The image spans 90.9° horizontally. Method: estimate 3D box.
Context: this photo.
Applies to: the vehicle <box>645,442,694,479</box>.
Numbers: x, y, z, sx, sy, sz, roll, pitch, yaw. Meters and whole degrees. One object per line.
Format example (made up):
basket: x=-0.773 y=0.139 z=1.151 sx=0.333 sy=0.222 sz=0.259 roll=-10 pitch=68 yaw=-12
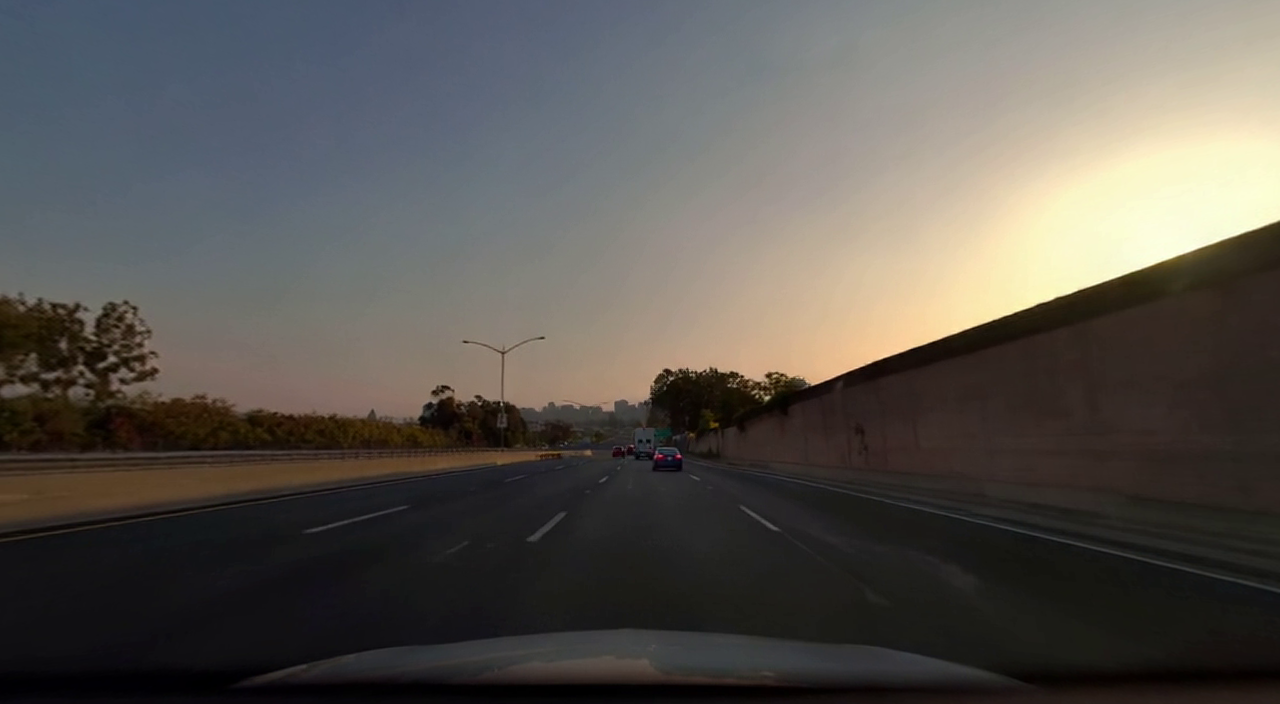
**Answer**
vehicle: x=1.282 y=4.952 z=28.959 sx=1.973 sy=1.536 sz=4.337 roll=0 pitch=-9 yaw=-1
